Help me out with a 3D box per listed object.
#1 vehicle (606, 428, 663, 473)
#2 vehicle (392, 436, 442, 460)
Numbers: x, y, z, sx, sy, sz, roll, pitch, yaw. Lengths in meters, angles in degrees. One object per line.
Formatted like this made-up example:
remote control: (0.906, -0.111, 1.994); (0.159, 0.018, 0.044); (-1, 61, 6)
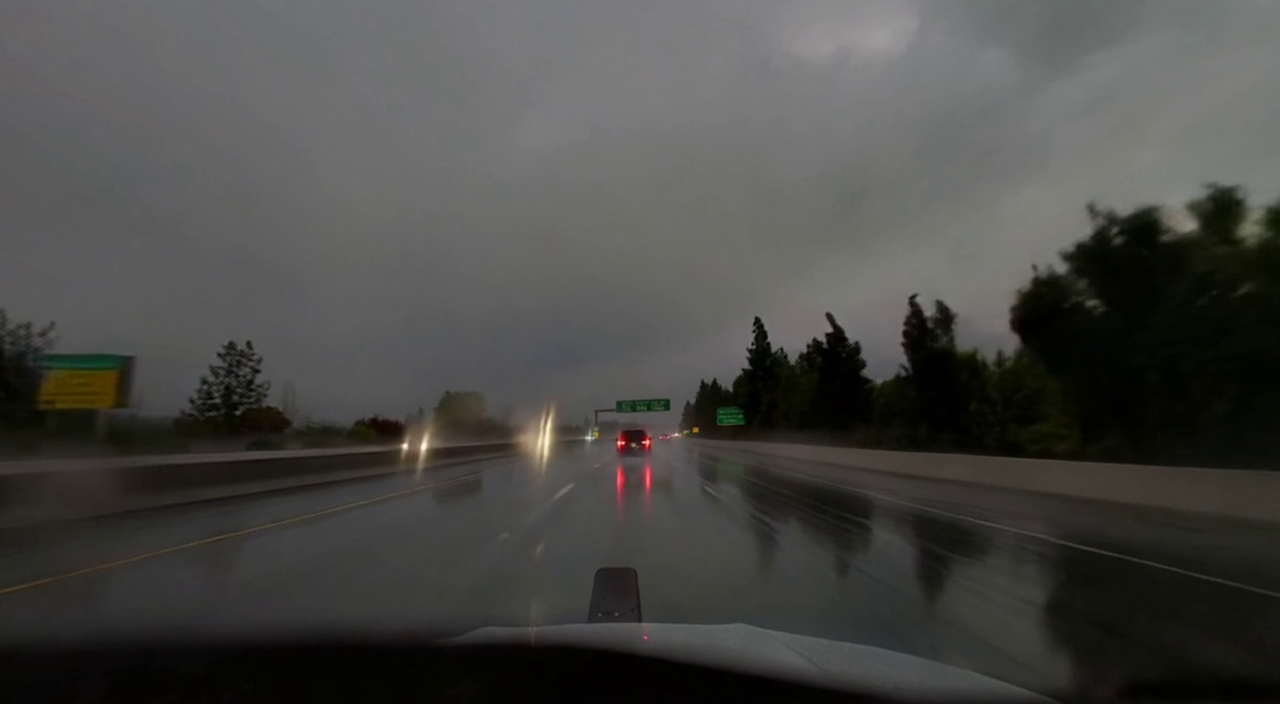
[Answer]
vehicle: (-0.226, 3.826, 24.771); (2.094, 1.600, 3.666); (0, -8, -1)
vehicle: (-15.914, 6.858, 45.302); (1.992, 1.625, 4.290); (0, -8, 0)
